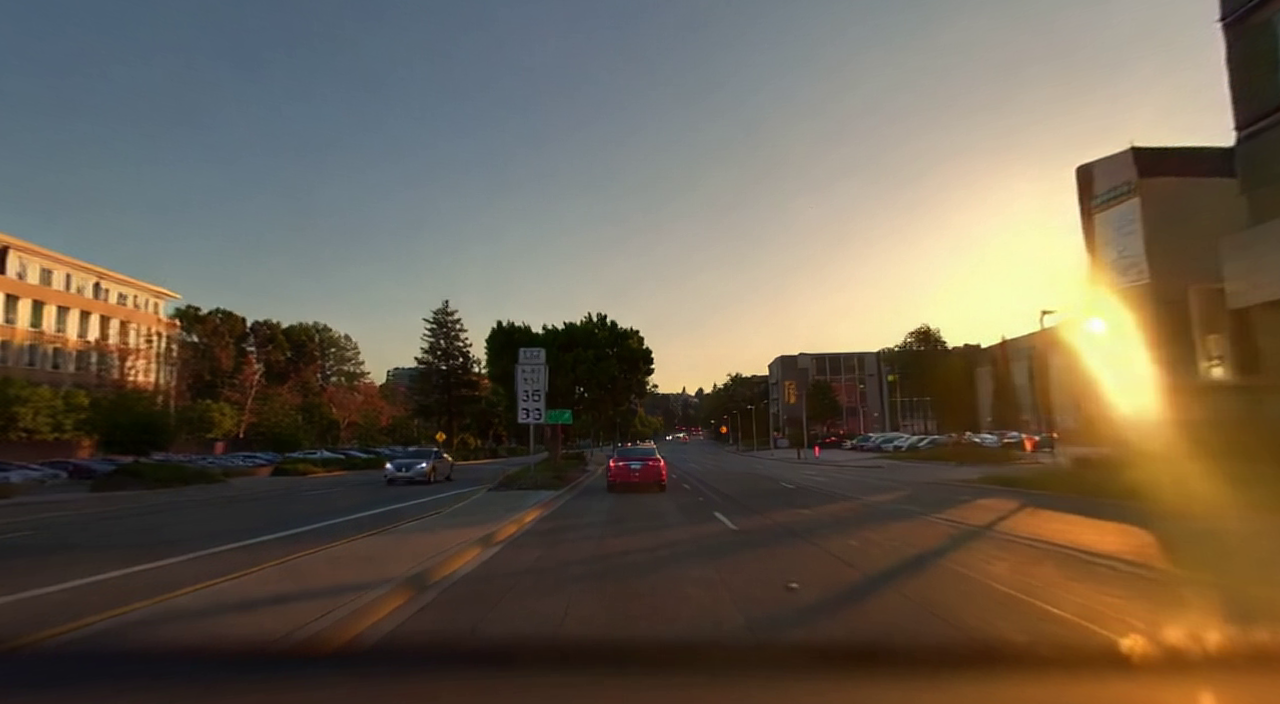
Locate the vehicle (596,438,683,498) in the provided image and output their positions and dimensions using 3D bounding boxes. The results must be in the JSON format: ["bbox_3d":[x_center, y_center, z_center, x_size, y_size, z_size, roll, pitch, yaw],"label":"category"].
[{"bbox_3d":[-0.048,3.168,17.590,2.126,1.475,3.967,0,-8,-1],"label":"vehicle"}]

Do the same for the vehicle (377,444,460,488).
[{"bbox_3d":[-9.137,4.680,26.371,1.903,1.476,4.395,-5,-8,-1],"label":"vehicle"}]
